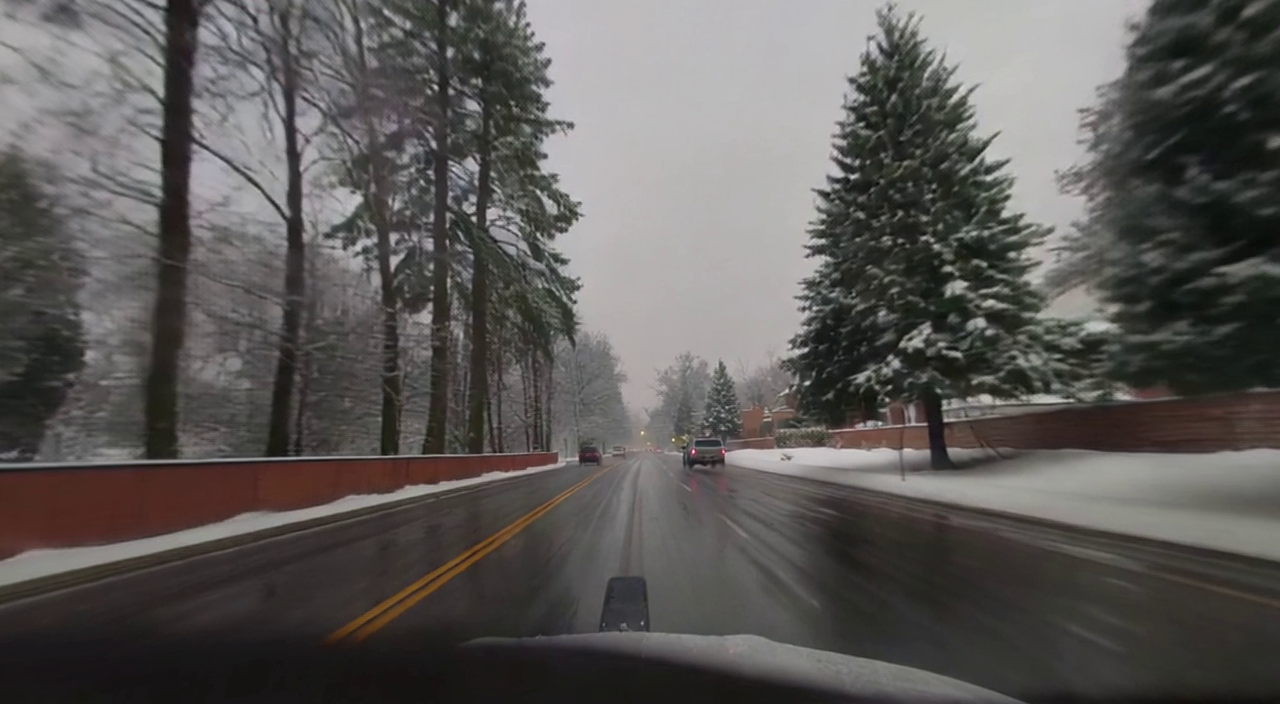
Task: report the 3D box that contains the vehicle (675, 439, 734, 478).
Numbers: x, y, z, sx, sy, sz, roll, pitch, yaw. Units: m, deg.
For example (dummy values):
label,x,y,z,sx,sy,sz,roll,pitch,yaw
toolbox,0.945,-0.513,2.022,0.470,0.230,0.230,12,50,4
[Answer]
label,x,y,z,sx,sy,sz,roll,pitch,yaw
vehicle,3.003,5.129,30.595,2.321,1.695,5.037,0,-8,0

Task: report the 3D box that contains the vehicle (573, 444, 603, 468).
label,x,y,z,sx,sy,sz,roll,pitch,yaw
vehicle,-3.992,8.153,49.489,2.002,1.747,4.728,0,-8,-1
